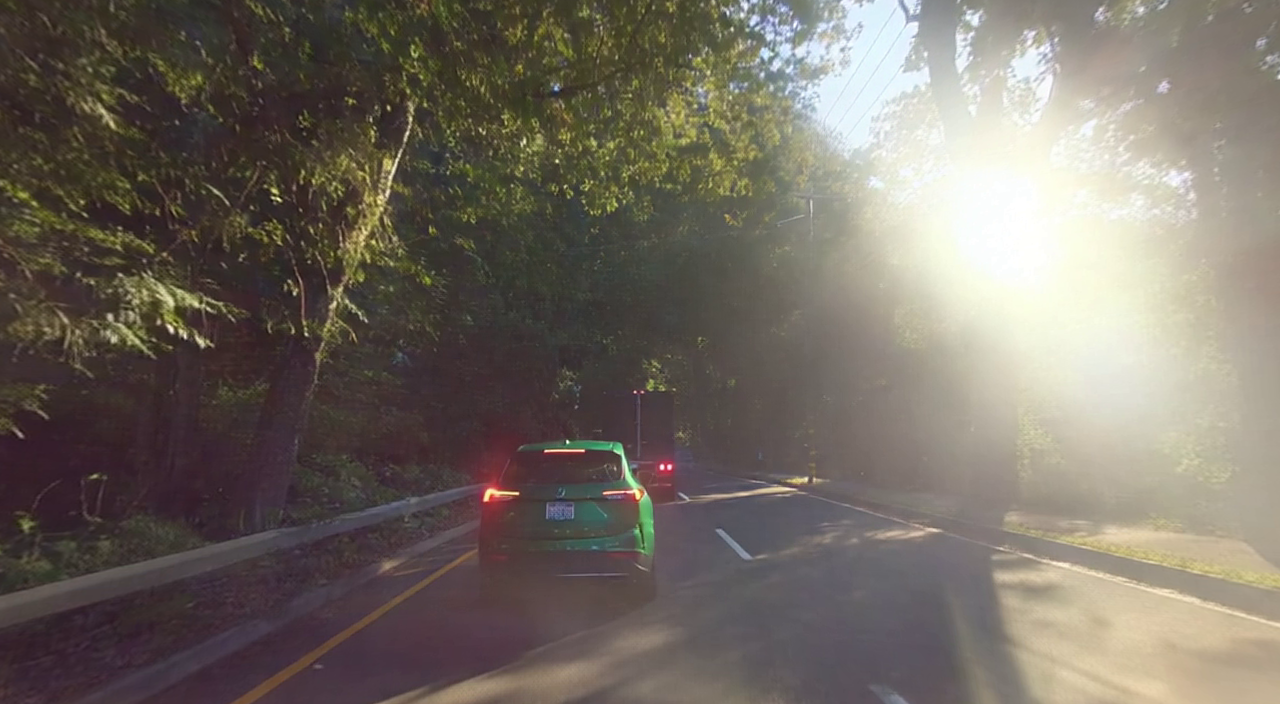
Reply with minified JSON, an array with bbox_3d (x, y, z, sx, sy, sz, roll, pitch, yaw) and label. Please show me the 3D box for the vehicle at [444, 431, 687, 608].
[{"bbox_3d":[-0.628,1.749,7.504,2.076,1.490,4.078,0,-9,0],"label":"vehicle"}]
